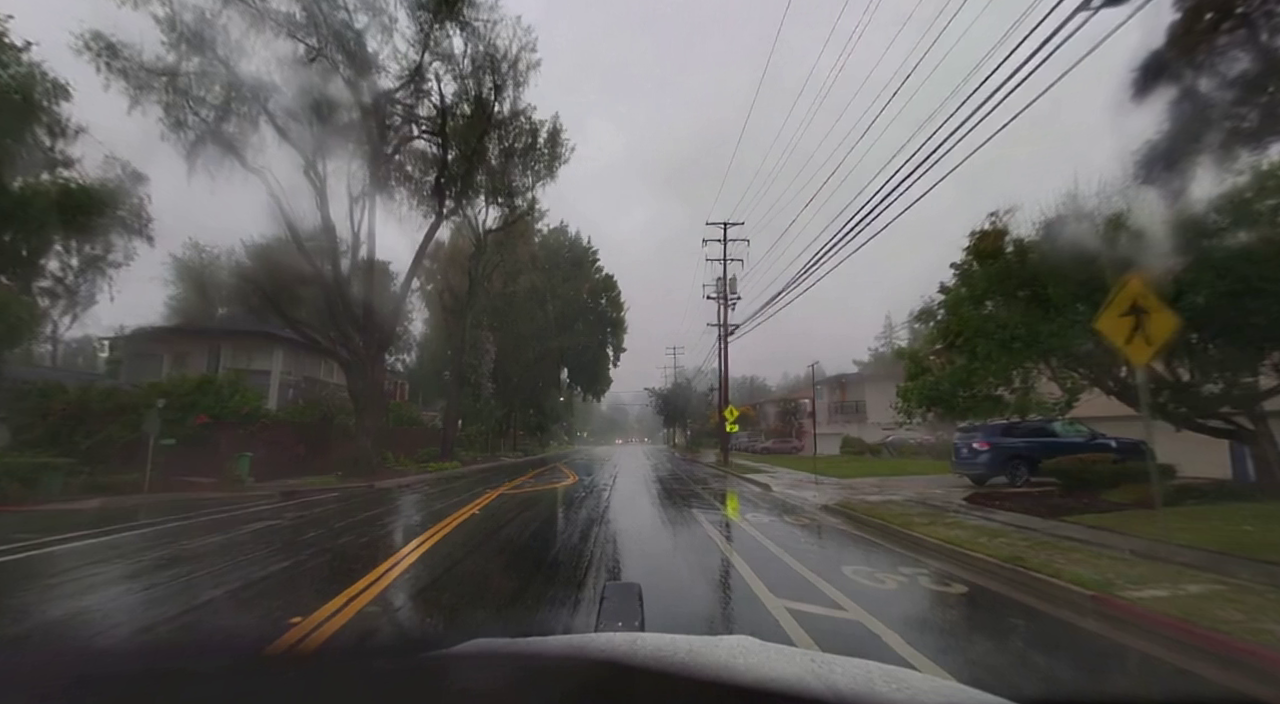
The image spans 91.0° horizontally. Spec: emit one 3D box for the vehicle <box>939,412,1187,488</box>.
[{"bbox_3d":[10.875,2.569,16.545,4.760,1.808,2.402,0,-9,-2],"label":"vehicle"}]

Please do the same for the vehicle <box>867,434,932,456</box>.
[{"bbox_3d":[20.180,7.231,49.068,3.943,1.664,2.391,0,-8,-2],"label":"vehicle"}]
